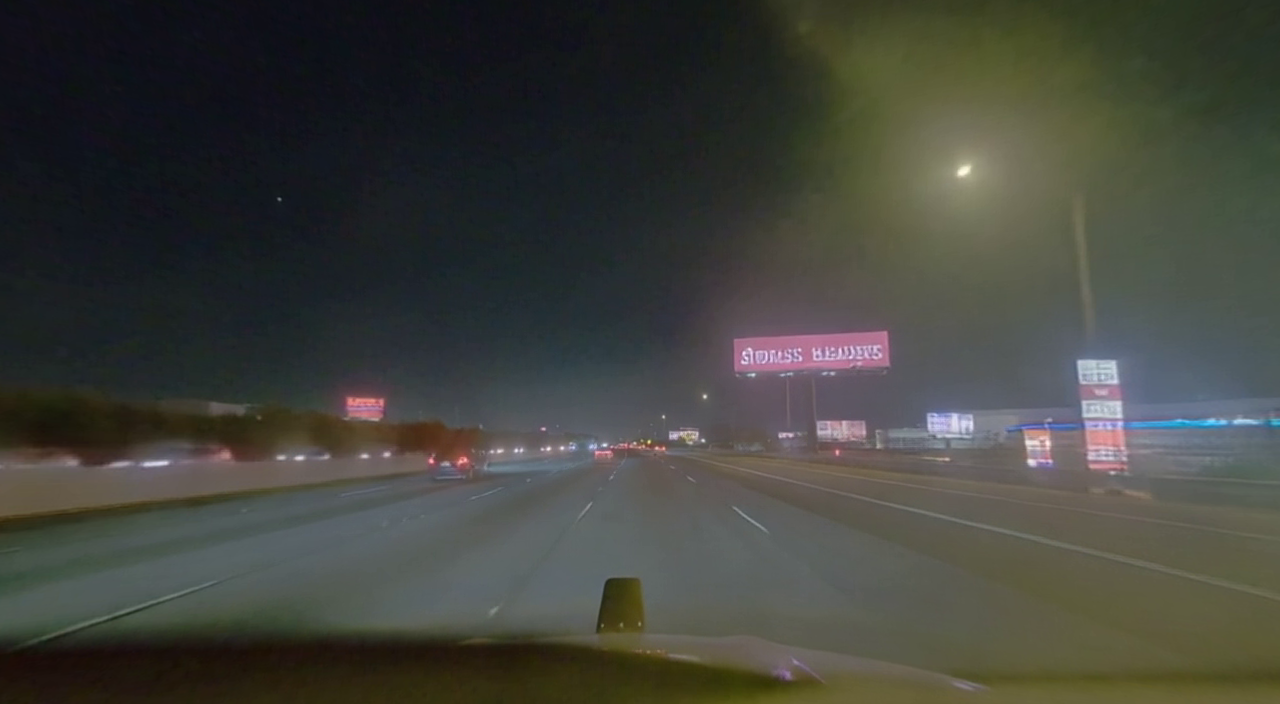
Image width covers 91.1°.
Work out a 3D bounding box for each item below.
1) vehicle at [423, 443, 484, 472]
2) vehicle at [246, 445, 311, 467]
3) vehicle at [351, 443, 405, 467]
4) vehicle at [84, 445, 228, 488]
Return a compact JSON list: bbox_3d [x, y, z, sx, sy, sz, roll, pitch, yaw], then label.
[{"bbox_3d":[-10.249,5.818,34.919,1.974,1.513,4.584,0,-9,0],"label":"vehicle"},{"bbox_3d":[-26.378,7.578,46.007,1.913,1.522,4.743,0,-9,0],"label":"vehicle"},{"bbox_3d":[-18.567,7.316,44.649,1.885,1.613,4.494,0,-9,0],"label":"vehicle"},{"bbox_3d":[-19.020,4.476,25.029,1.923,1.529,4.713,0,-9,1],"label":"vehicle"}]
